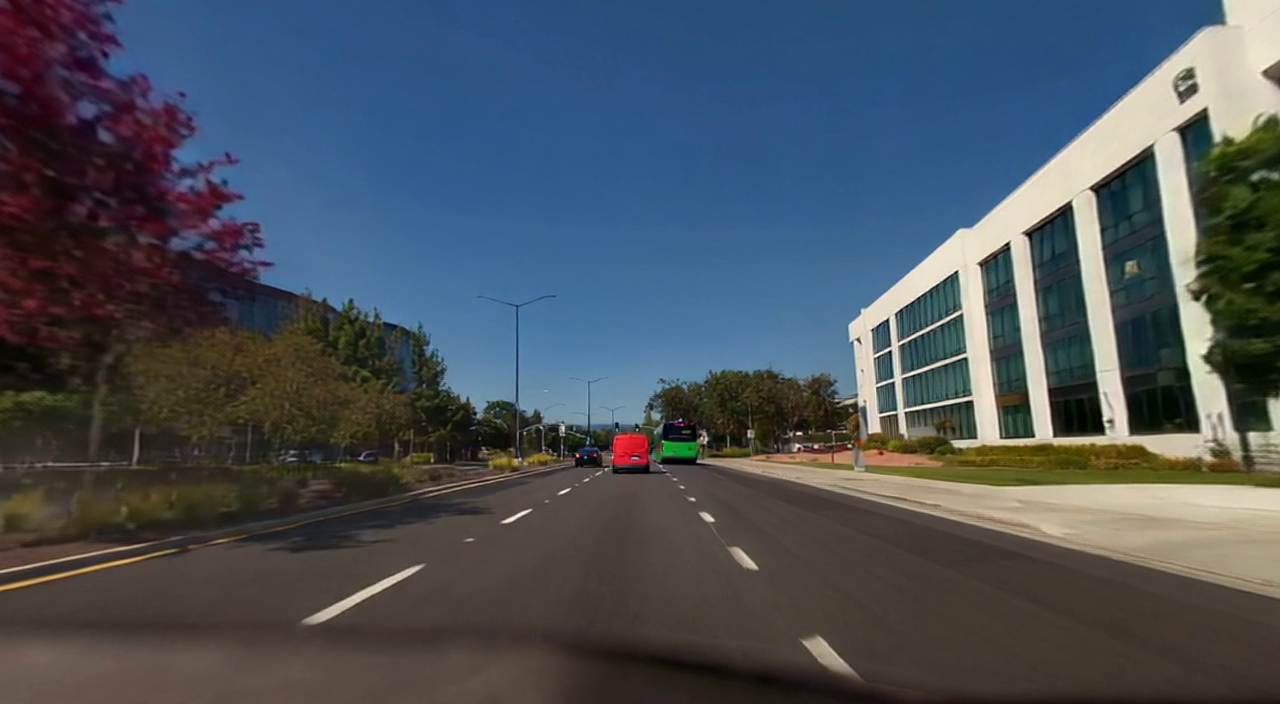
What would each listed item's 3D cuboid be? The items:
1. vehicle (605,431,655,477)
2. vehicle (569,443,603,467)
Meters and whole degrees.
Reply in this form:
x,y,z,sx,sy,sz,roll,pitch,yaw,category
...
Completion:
x,y,z,sx,sy,sz,roll,pitch,yaw,category
-0.427,5.121,31.989,2.336,2.122,5.207,0,-9,1,vehicle
-4.035,7.763,47.768,2.109,1.672,4.256,0,-9,1,vehicle
